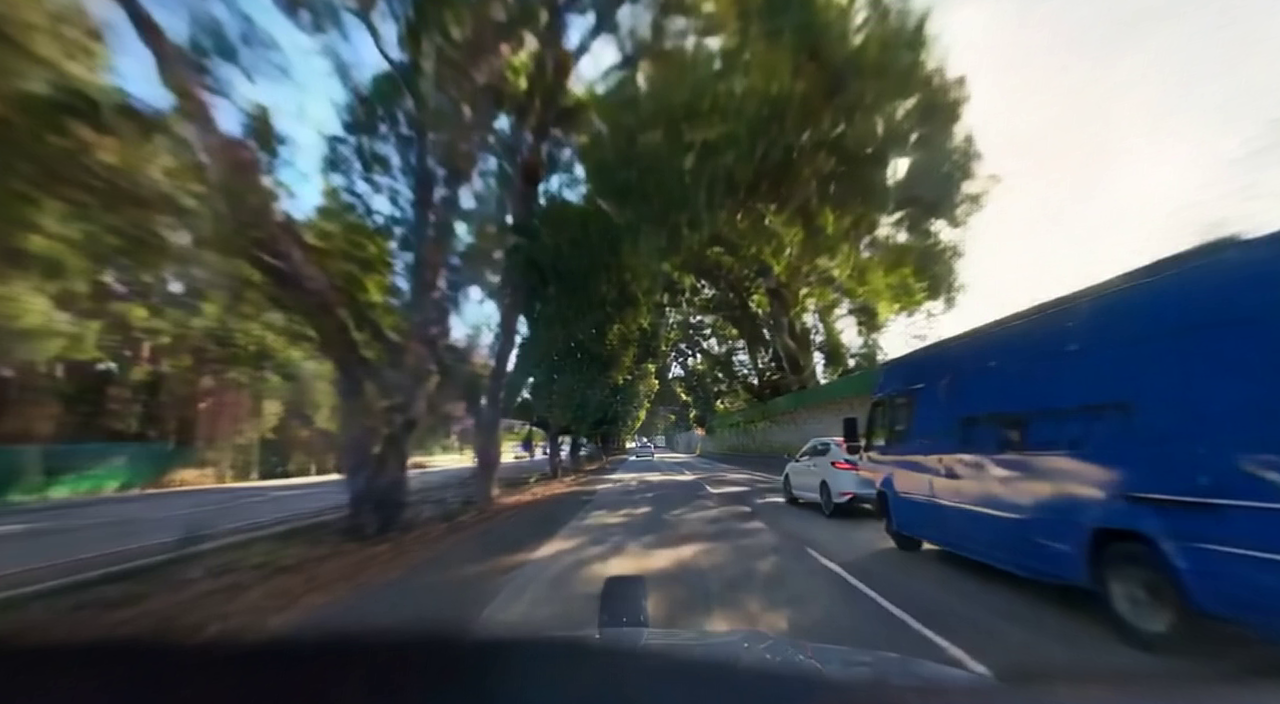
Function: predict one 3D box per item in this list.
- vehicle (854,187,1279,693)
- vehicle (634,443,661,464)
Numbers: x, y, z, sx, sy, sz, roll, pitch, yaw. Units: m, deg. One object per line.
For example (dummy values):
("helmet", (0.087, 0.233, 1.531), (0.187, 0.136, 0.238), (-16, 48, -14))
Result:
("vehicle", (4.732, 0.881, 6.178), (2.712, 2.659, 6.992), (0, -8, 0))
("vehicle", (0.530, 7.911, 49.391), (2.030, 1.572, 4.067), (0, -8, 0))
